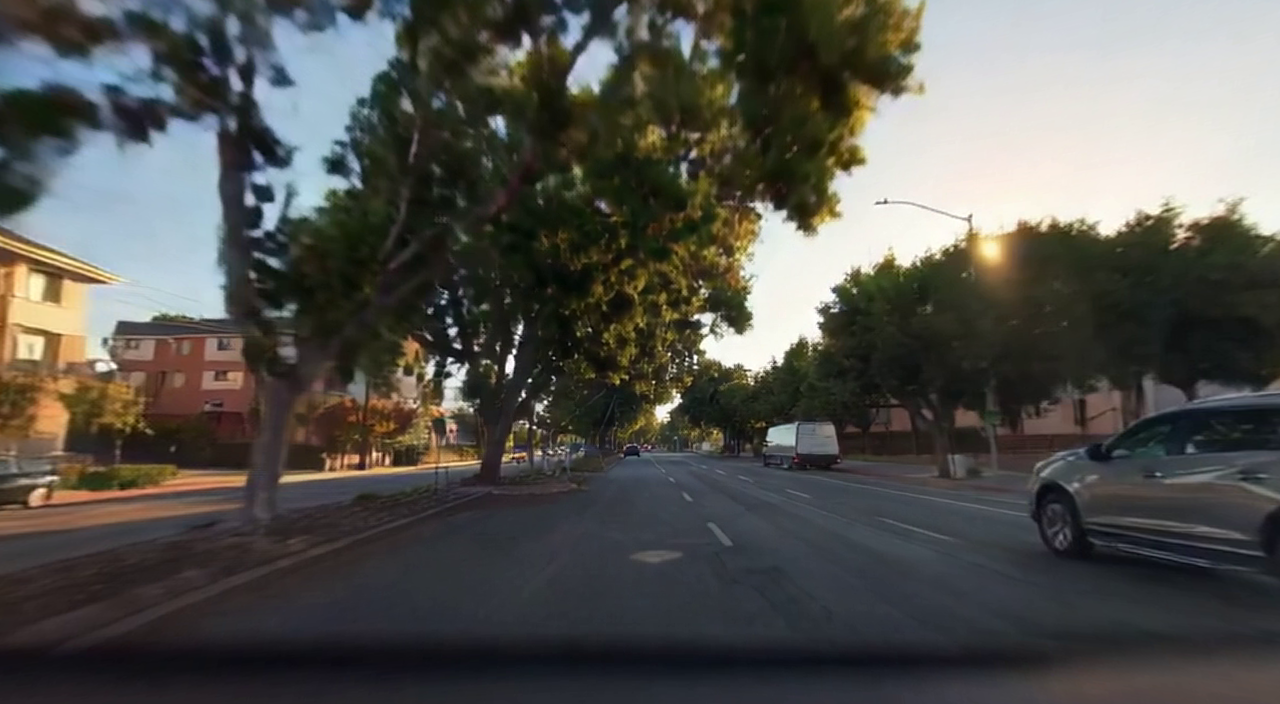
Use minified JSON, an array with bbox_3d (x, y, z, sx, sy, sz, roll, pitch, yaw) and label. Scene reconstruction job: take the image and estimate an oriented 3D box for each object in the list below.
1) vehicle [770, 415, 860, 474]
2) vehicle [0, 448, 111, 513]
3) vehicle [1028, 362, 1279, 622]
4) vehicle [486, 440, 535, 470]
[{"bbox_3d":[10.174,5.536,37.810,2.842,2.993,8.104,-3,-8,-1],"label":"vehicle"},{"bbox_3d":[-19.457,3.822,18.943,2.146,1.848,5.680,-1,-9,1],"label":"vehicle"},{"bbox_3d":[6.110,1.044,4.703,2.493,1.956,6.125,0,-9,0],"label":"vehicle"},{"bbox_3d":[-8.478,6.785,41.823,2.189,1.816,4.819,0,-9,1],"label":"vehicle"}]
